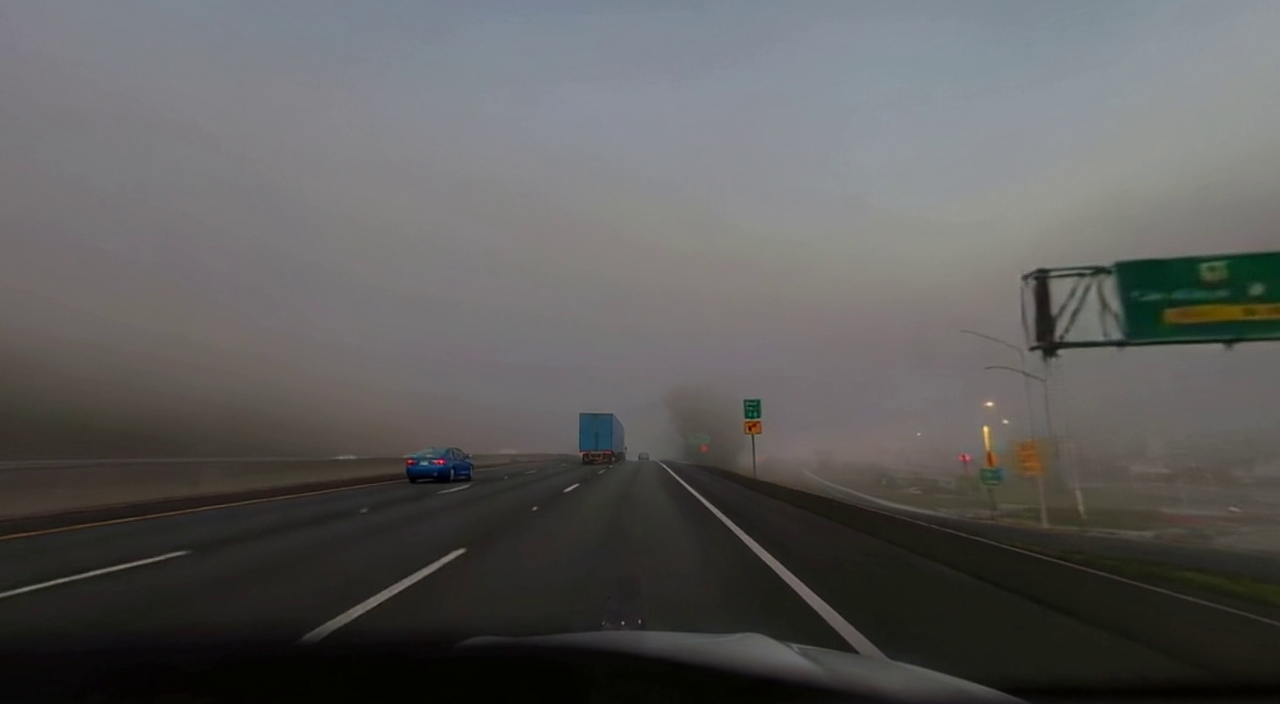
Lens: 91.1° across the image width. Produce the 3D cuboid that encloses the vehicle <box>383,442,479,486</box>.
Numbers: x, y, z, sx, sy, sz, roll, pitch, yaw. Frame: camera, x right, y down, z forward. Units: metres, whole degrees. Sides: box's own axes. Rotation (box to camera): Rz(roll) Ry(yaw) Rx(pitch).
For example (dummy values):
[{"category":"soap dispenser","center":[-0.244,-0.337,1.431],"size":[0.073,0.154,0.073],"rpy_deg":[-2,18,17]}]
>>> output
[{"category":"vehicle","center":[-7.676,4.134,23.552],"size":[1.901,1.467,4.629],"rpy_deg":[0,-8,1]}]
